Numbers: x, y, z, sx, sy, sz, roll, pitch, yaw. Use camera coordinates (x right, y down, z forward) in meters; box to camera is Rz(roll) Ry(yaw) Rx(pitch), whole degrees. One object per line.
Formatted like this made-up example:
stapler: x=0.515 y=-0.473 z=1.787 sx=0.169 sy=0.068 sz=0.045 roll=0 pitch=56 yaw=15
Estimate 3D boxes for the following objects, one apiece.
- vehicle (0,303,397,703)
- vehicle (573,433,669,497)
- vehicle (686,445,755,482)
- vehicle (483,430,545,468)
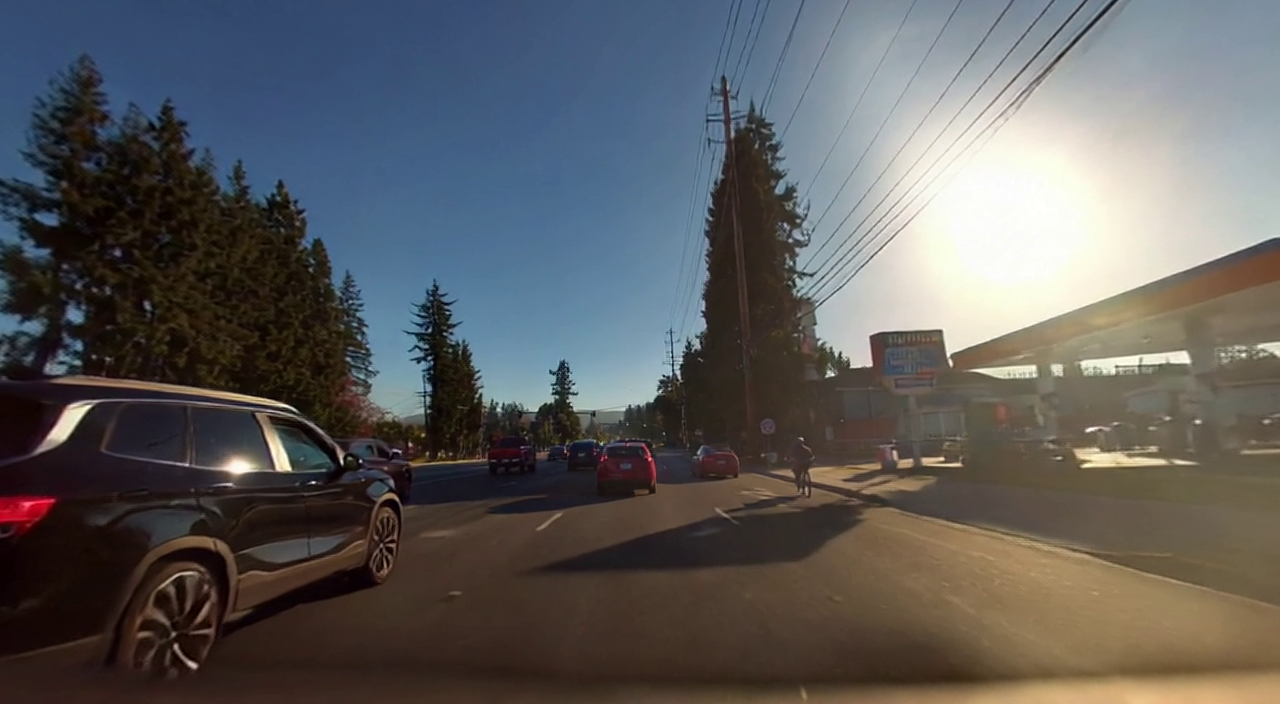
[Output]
vehicle: x=-3.228 y=0.838 z=3.467 sx=1.922 sy=1.642 sz=4.547 roll=0 pitch=-8 yaw=1
vehicle: x=-0.444 y=2.890 z=16.508 sx=2.189 sy=1.437 sz=4.135 roll=0 pitch=-8 yaw=0
vehicle: x=3.040 y=4.329 z=24.926 sx=2.065 sy=1.302 sz=4.416 roll=0 pitch=-8 yaw=-1
vehicle: x=-6.814 y=5.338 z=34.767 sx=2.385 sy=1.918 sz=5.056 roll=0 pitch=-8 yaw=0
